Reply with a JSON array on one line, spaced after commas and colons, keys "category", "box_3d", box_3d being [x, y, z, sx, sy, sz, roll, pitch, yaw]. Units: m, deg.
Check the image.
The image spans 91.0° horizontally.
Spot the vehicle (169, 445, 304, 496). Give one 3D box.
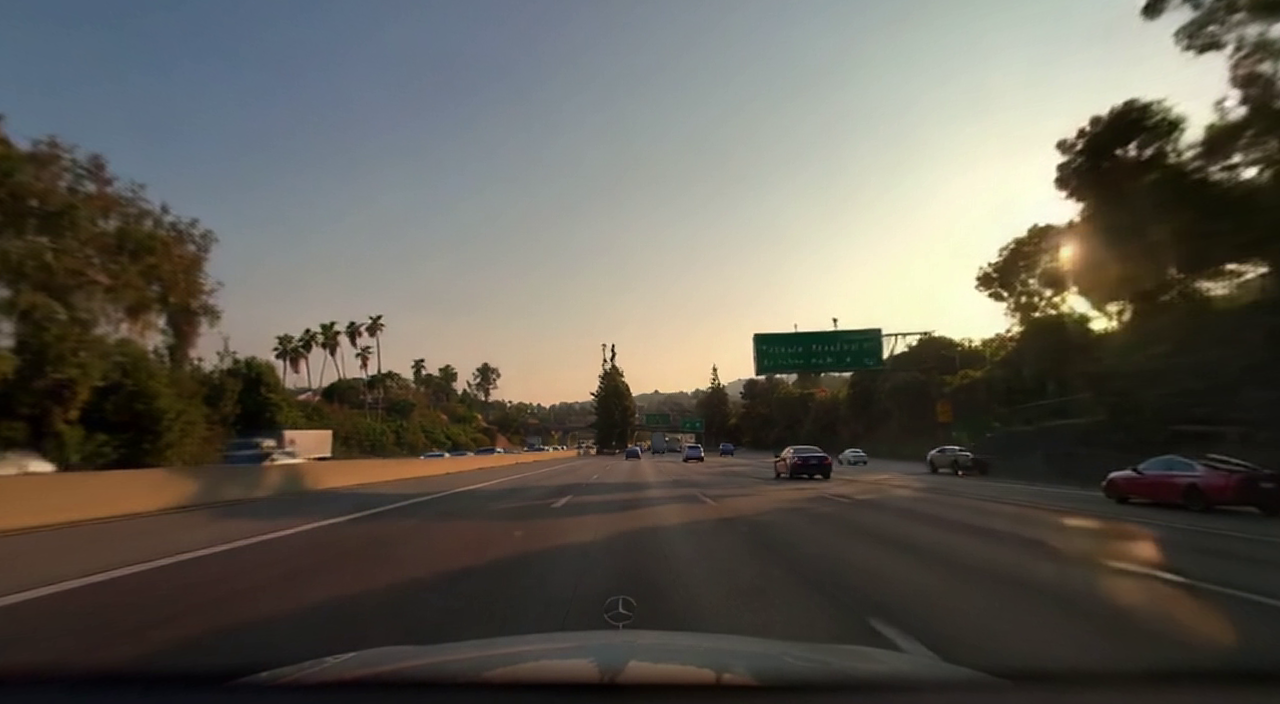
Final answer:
[{"category": "vehicle", "box_3d": [-15.166, 4.430, 24.040, 2.023, 1.715, 4.559, 0, -8, 2]}]

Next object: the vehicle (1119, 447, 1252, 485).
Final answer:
[{"category": "vehicle", "box_3d": [23.470, 4.887, 27.366, 1.774, 1.457, 4.653, 0, -9, 3]}]

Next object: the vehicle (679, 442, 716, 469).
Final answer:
[{"category": "vehicle", "box_3d": [3.717, 6.777, 41.440, 2.035, 1.704, 3.867, 0, -8, -1]}]

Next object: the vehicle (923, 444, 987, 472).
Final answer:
[{"category": "vehicle", "box_3d": [20.165, 6.778, 40.526, 1.887, 1.642, 4.592, 0, -9, 3]}]

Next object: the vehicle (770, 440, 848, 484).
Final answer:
[{"category": "vehicle", "box_3d": [6.760, 4.416, 25.674, 1.902, 1.623, 4.360, 0, -8, -1]}]
